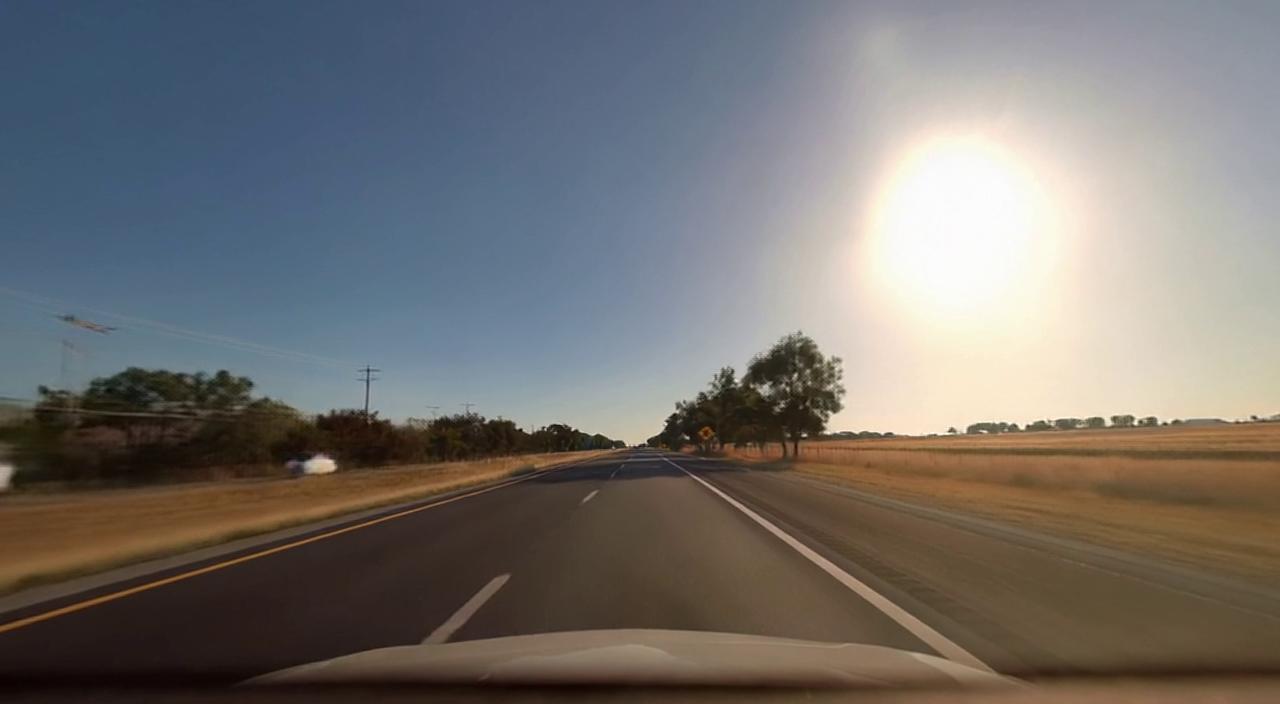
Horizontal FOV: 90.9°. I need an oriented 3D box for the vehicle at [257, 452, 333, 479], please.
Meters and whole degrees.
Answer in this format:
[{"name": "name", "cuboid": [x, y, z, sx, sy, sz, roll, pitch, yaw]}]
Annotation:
[{"name": "vehicle", "cuboid": [-20.518, 6.741, 37.748, 1.851, 1.476, 4.698, 0, -8, 0]}]
